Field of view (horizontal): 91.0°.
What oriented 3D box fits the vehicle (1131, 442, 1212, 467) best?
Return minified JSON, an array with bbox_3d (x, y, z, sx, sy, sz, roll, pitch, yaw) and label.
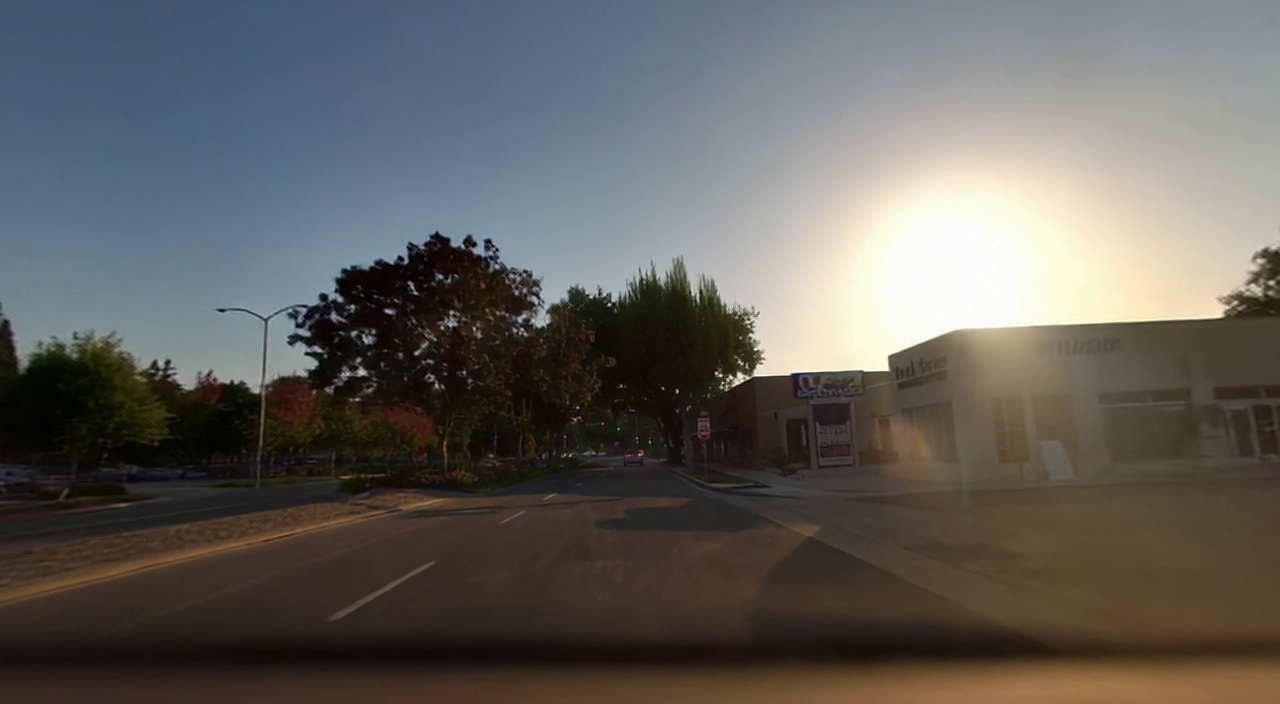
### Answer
[{"bbox_3d":[33.190,6.386,39.271,4.411,1.457,2.013,4,-10,-24],"label":"vehicle"}]
